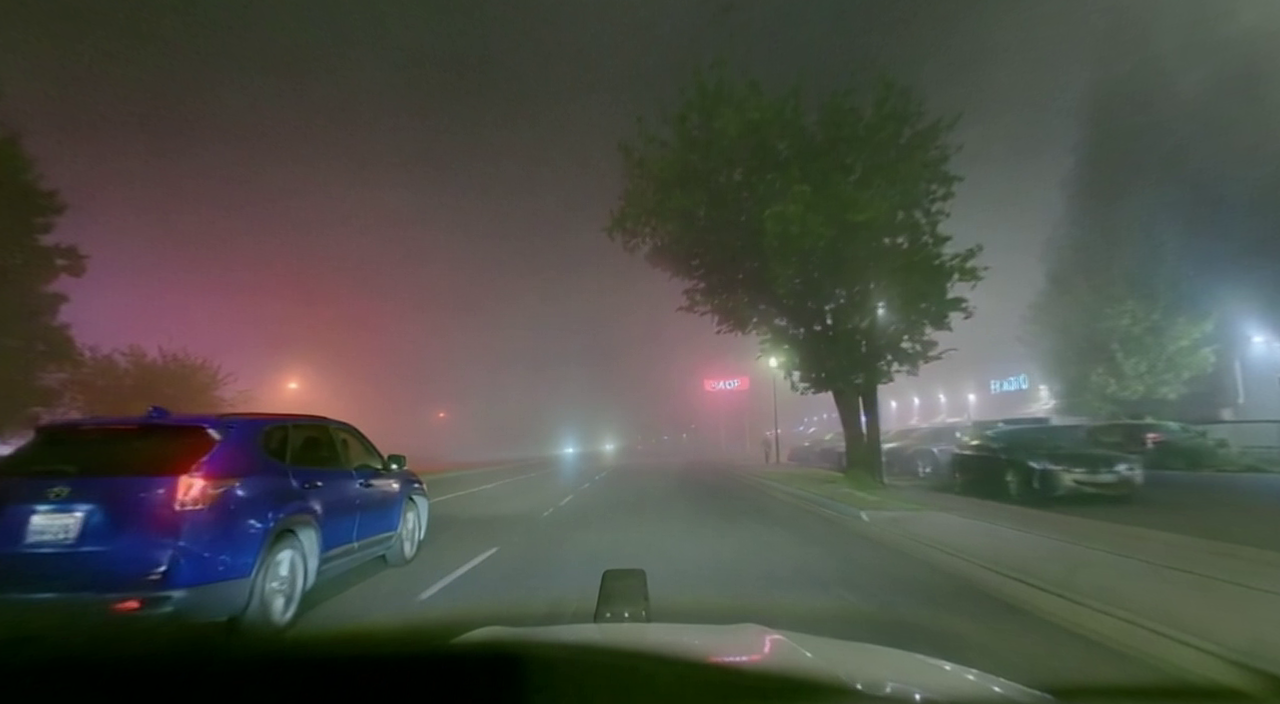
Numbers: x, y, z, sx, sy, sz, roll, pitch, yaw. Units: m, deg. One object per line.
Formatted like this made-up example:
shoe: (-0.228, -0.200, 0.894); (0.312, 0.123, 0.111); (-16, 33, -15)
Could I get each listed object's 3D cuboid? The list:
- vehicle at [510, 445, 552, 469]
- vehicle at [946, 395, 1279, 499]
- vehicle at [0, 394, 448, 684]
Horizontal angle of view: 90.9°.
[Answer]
vehicle: (-7.251, 7.028, 42.355); (1.990, 1.483, 4.410); (0, -8, 0)
vehicle: (9.169, 1.886, 12.584); (4.978, 1.874, 2.079); (0, -8, -1)
vehicle: (-3.484, 1.373, 5.747); (2.127, 1.654, 4.121); (0, -8, 0)
